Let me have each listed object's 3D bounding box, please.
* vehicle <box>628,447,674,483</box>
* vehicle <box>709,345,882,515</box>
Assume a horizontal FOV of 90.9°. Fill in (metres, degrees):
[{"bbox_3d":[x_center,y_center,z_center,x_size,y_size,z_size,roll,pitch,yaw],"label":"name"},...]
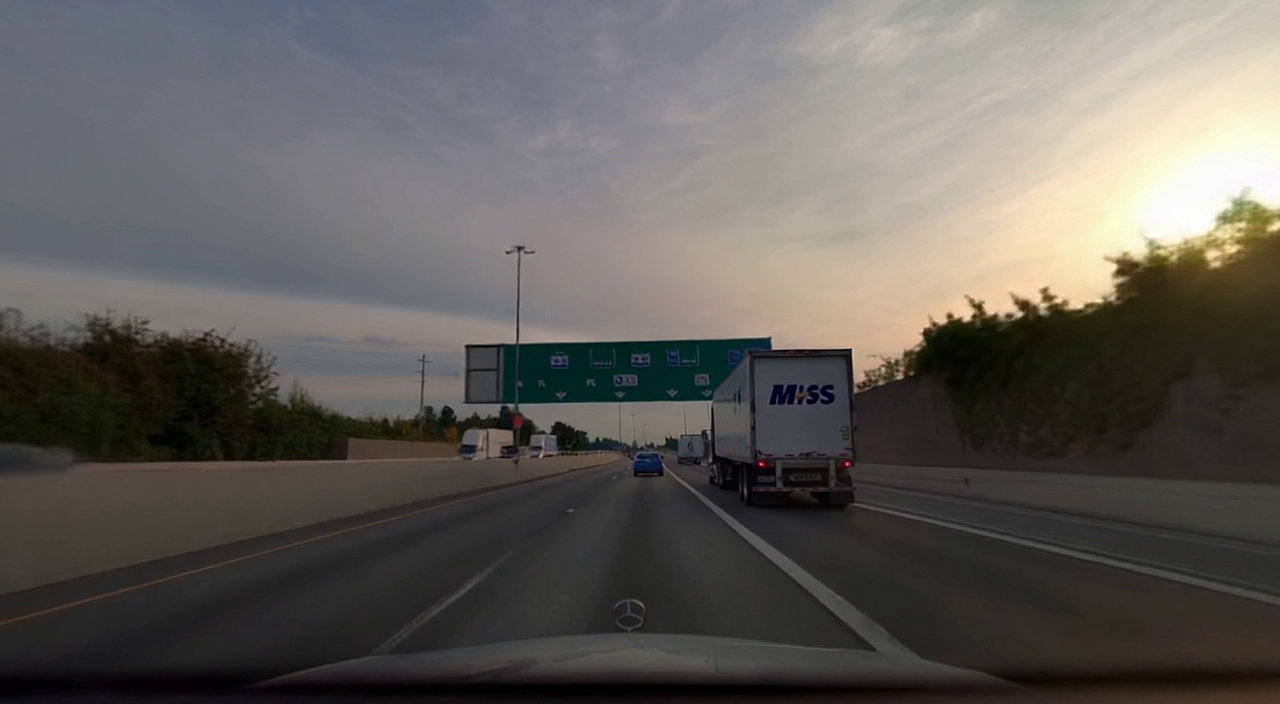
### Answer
[{"bbox_3d":[0.533,5.490,30.939,2.121,1.642,3.828,0,-9,1],"label":"vehicle"},{"bbox_3d":[4.533,2.925,22.434,3.002,4.104,14.174,0,-9,2],"label":"vehicle"}]
